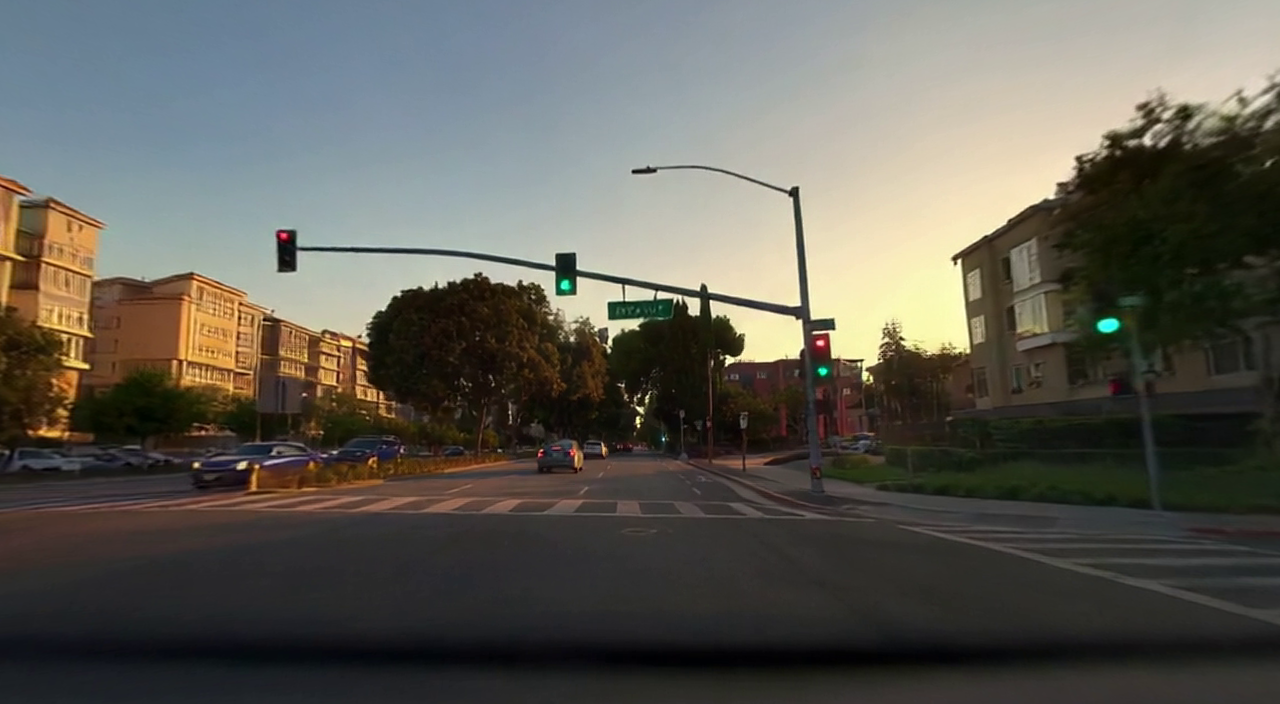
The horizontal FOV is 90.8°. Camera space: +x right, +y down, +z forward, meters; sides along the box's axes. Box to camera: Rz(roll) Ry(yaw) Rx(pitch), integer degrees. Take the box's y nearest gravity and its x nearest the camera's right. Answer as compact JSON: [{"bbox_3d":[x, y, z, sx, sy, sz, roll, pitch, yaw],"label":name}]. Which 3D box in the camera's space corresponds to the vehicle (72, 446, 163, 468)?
[{"bbox_3d":[-36.181,7.286,43.837,4.518,1.469,1.940,1,-9,-1],"label":"vehicle"}]

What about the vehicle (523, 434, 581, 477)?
[{"bbox_3d":[-3.815,4.531,28.073,1.959,1.741,4.141,0,-8,0],"label":"vehicle"}]

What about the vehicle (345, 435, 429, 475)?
[{"bbox_3d":[-11.724,4.784,29.636,2.040,1.707,4.522,0,-8,1],"label":"vehicle"}]

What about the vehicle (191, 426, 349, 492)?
[{"bbox_3d":[-11.883,3.466,20.906,2.105,1.759,5.403,-3,-8,-1],"label":"vehicle"}]

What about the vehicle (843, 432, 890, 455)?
[{"bbox_3d":[17.512,7.029,49.032,1.995,1.554,4.943,-4,-7,3],"label":"vehicle"}]
